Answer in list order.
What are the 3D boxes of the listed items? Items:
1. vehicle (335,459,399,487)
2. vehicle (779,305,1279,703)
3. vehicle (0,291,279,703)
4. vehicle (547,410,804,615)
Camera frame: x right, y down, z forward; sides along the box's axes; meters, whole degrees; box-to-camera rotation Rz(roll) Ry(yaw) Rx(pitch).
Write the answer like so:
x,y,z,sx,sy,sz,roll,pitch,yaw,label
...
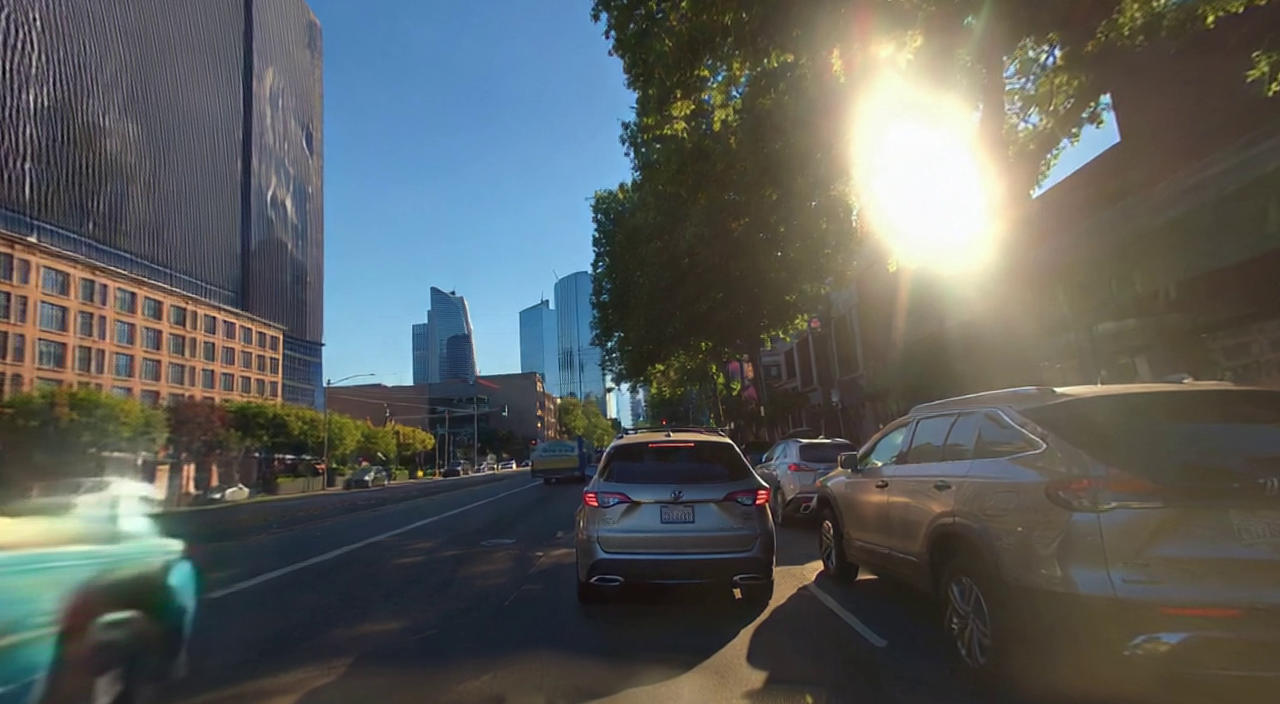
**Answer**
x,y,z,sx,sy,sz,roll,pitch,yaw,label
-19.150,8.480,44.495,2.274,1.708,4.863,0,-9,1,vehicle
2.731,1.082,4.915,2.117,1.855,4.794,0,-9,-1,vehicle
-3.231,0.533,0.652,2.375,1.847,5.606,0,-9,0,vehicle
0.226,1.547,6.885,2.045,1.608,3.573,0,-9,-2,vehicle
